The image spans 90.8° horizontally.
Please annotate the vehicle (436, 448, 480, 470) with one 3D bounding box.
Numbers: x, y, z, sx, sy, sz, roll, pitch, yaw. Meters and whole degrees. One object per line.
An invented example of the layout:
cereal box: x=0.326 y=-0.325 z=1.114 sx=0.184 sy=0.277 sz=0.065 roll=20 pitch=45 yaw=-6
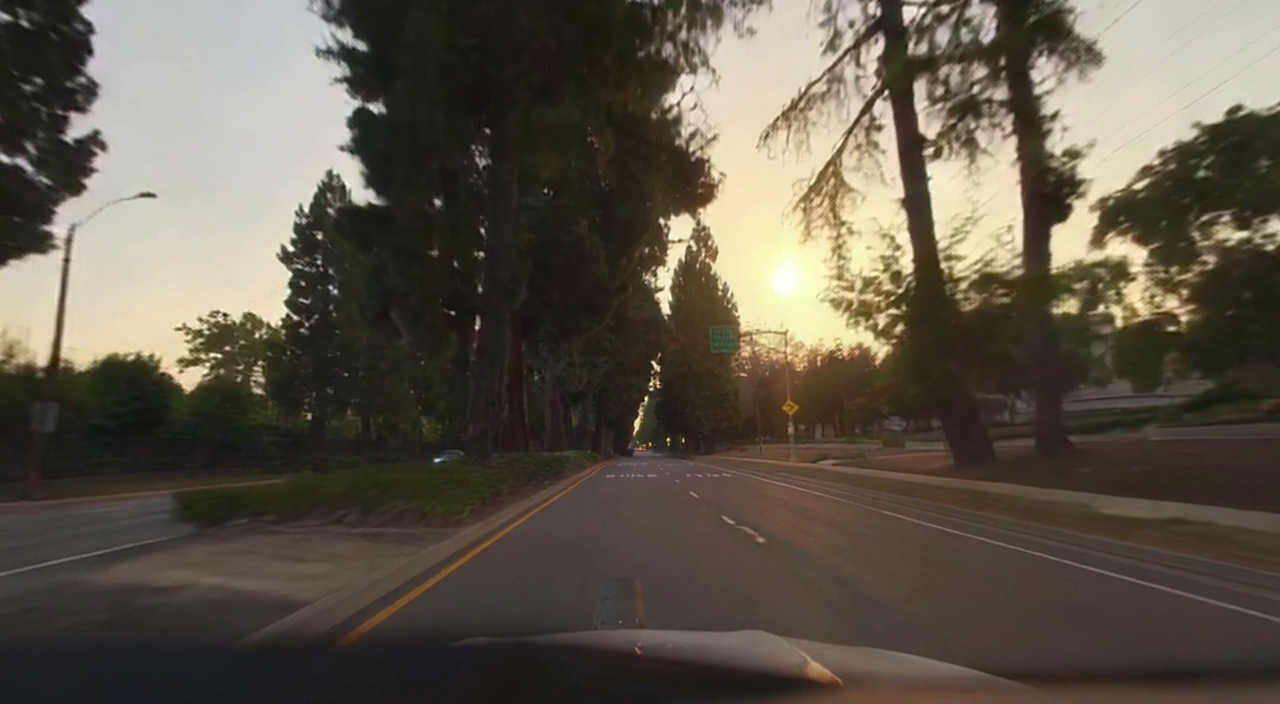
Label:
vehicle: x=-13.617 y=8.038 z=47.504 sx=1.924 sy=1.528 sz=4.731 roll=0 pitch=-9 yaw=0
